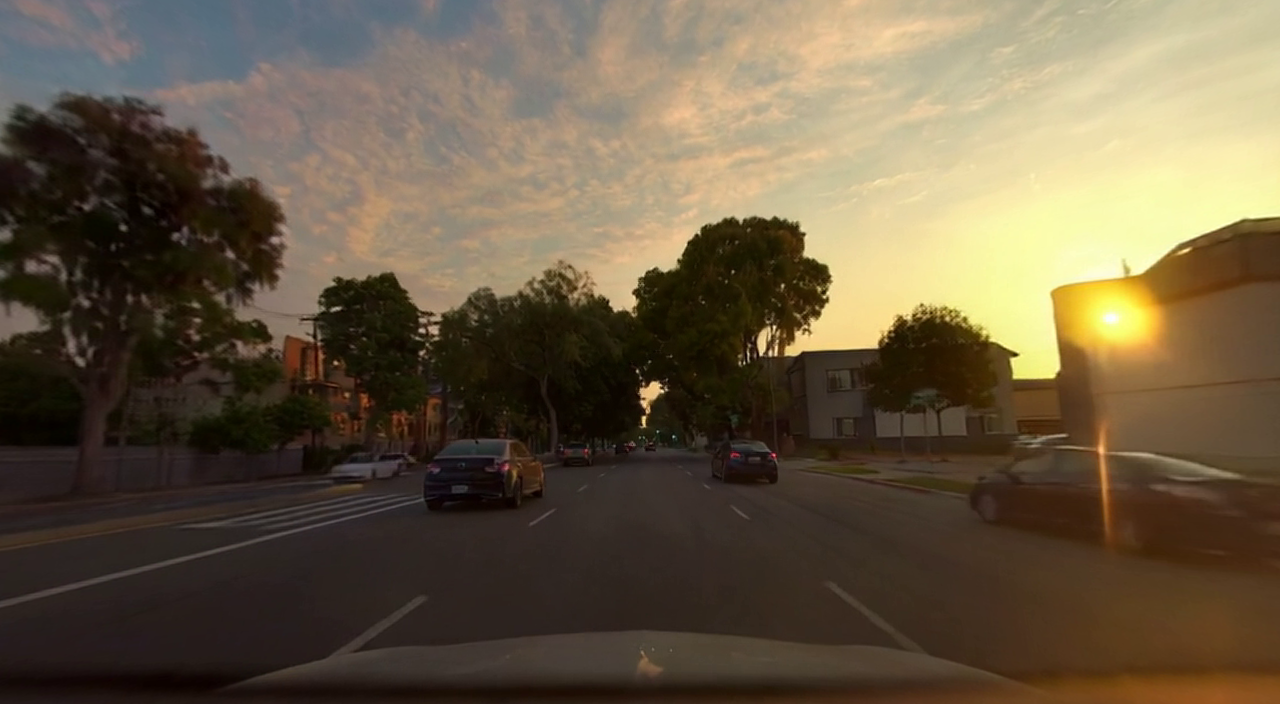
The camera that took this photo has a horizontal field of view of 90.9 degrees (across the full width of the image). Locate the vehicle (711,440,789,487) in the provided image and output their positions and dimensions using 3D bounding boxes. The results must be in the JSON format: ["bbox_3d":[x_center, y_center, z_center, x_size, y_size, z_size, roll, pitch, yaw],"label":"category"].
[{"bbox_3d":[3.799,3.913,22.512,2.010,1.486,4.498,0,-8,0],"label":"vehicle"}]

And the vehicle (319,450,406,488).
[{"bbox_3d":[-12.253,5.151,28.187,1.868,1.522,4.326,0,-8,1],"label":"vehicle"}]

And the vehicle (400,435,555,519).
[{"bbox_3d":[-3.221,2.573,13.564,2.053,1.480,4.381,0,-8,2],"label":"vehicle"}]

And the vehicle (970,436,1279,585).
[{"bbox_3d":[6.465,1.860,8.313,1.912,1.433,4.265,0,-8,0],"label":"vehicle"}]

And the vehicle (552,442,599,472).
[{"bbox_3d":[-3.459,5.748,34.691,1.988,1.497,4.404,0,-8,2],"label":"vehicle"}]
